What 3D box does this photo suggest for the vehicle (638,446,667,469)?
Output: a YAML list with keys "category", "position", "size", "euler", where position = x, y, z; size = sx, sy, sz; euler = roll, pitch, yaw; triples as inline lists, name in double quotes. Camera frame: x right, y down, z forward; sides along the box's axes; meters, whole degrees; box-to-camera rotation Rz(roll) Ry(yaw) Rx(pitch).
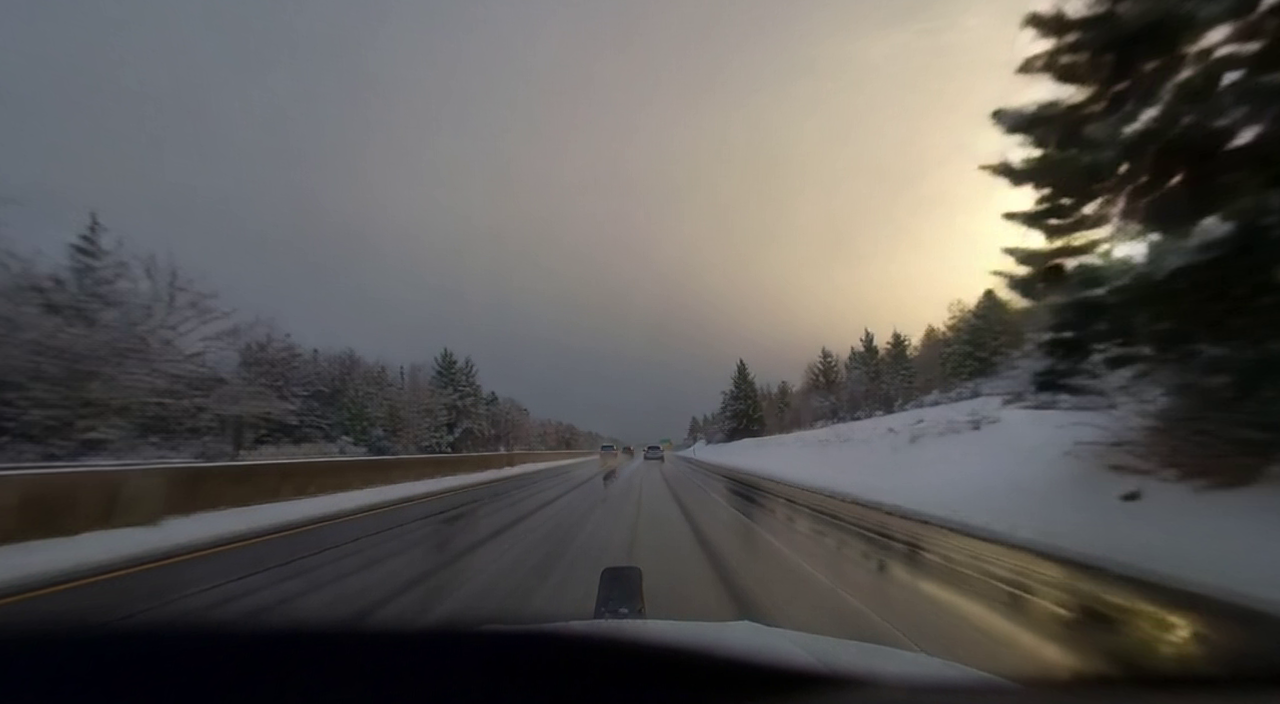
- category: "vehicle"
  position: [0.832, 7.291, 43.565]
  size: [1.934, 1.488, 3.832]
  euler: [0, -9, 1]
